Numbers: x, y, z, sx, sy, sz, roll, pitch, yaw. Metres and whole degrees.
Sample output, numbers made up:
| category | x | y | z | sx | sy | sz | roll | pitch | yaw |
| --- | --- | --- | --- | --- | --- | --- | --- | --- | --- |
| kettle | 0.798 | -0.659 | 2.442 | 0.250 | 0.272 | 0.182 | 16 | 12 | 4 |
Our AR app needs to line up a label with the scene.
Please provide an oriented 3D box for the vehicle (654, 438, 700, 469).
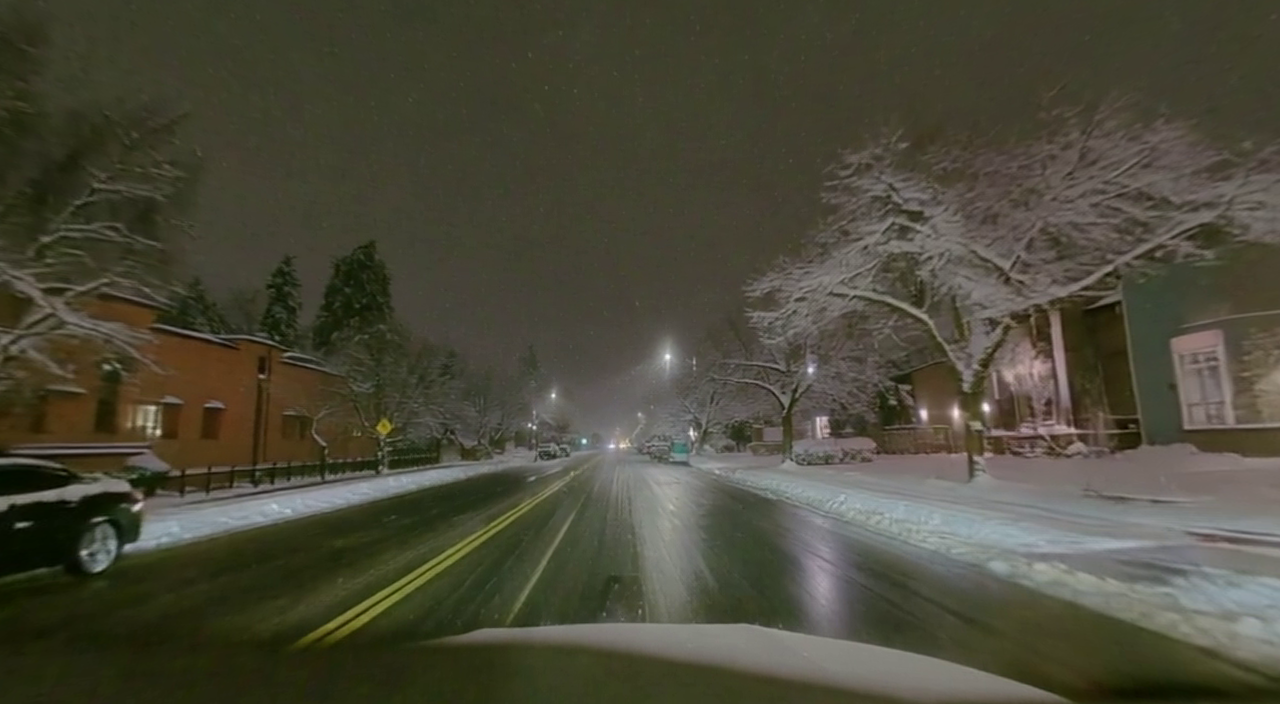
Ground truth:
| category | x | y | z | sx | sy | sz | roll | pitch | yaw |
| --- | --- | --- | --- | --- | --- | --- | --- | --- | --- |
| vehicle | 2.247 | 6.345 | 39.696 | 2.248 | 1.821 | 5.021 | 0 | -8 | -4 |

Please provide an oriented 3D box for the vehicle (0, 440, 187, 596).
| category | x | y | z | sx | sy | sz | roll | pitch | yaw |
| --- | --- | --- | --- | --- | --- | --- | --- | --- | --- |
| vehicle | -7.397 | 1.810 | 6.844 | 1.928 | 1.537 | 4.439 | -4 | -8 | -3 |
